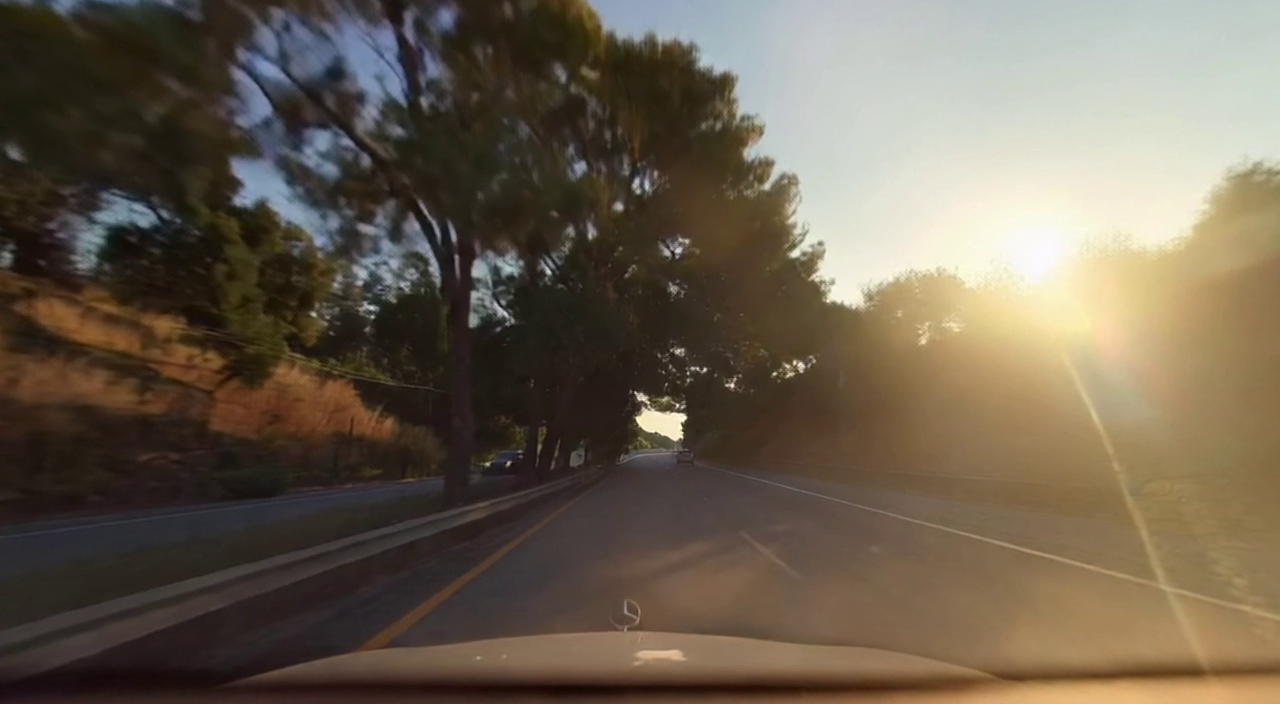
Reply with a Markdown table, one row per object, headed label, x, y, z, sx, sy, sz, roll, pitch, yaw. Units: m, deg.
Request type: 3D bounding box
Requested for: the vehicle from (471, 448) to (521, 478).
| label | x | y | z | sx | sy | sz | roll | pitch | yaw |
| --- | --- | --- | --- | --- | --- | --- | --- | --- | --- |
| vehicle | -9.220 | 7.156 | 40.922 | 2.177 | 1.747 | 4.436 | 0 | -8 | 0 |
